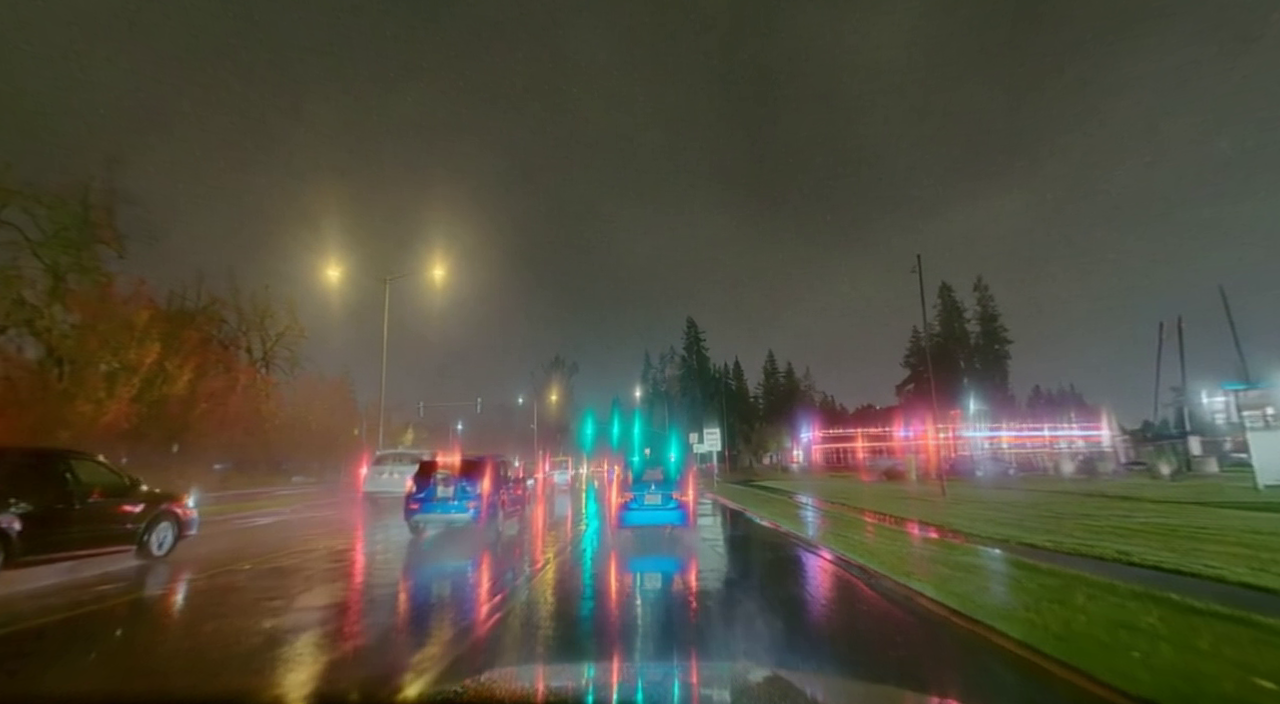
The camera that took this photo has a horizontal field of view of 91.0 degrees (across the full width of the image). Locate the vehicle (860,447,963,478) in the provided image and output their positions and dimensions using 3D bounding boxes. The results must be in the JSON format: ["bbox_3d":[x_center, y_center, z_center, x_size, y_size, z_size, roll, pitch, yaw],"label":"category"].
[{"bbox_3d":[18.280,7.387,42.557,5.852,1.962,2.323,-7,-11,41],"label":"vehicle"}]

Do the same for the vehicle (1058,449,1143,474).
[{"bbox_3d":[30.618,7.219,41.906,1.757,1.496,4.200,7,-10,-42],"label":"vehicle"}]

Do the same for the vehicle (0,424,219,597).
[{"bbox_3d":[-7.184,1.671,6.992,1.968,1.657,4.230,0,-9,2],"label":"vehicle"}]

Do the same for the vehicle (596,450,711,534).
[{"bbox_3d":[0.281,2.883,13.561,2.091,1.494,3.962,0,-9,1],"label":"vehicle"}]

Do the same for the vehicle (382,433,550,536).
[{"bbox_3d":[-3.297,2.608,13.108,2.055,1.725,4.732,0,-9,1],"label":"vehicle"}]

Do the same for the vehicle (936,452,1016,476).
[{"bbox_3d":[22.488,7.512,42.245,4.220,1.550,1.935,-10,-13,43],"label":"vehicle"}]
